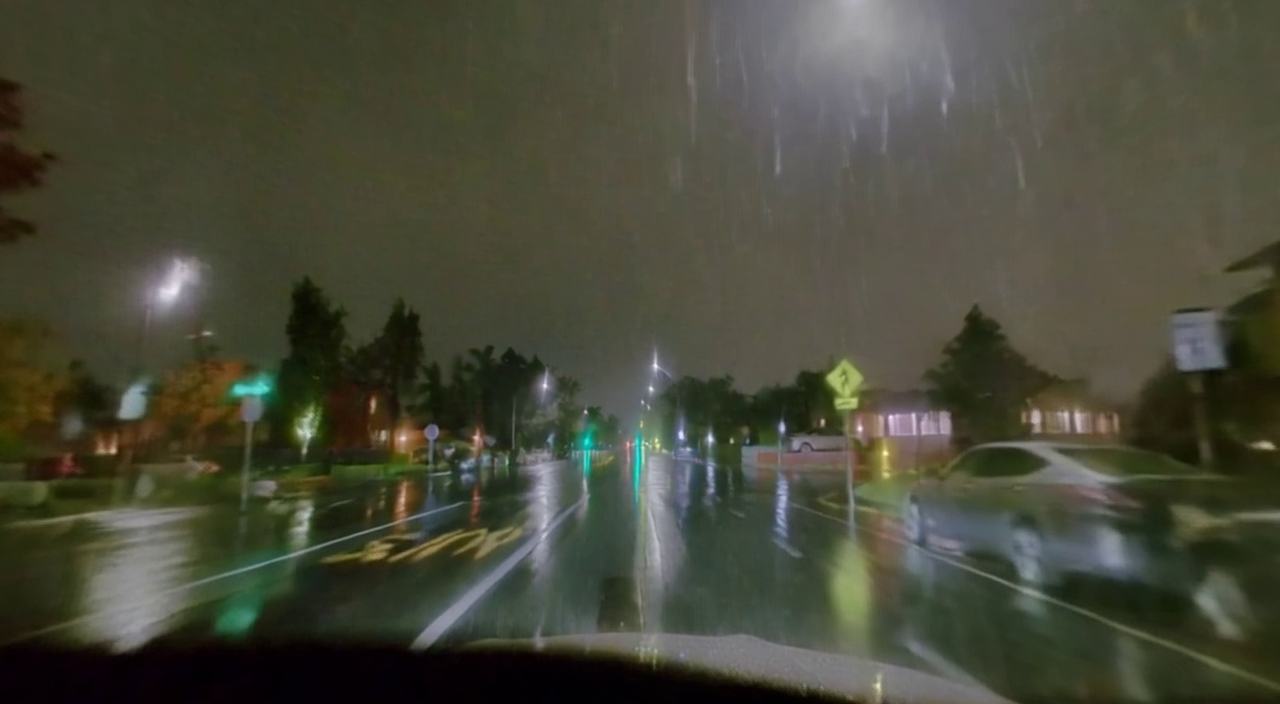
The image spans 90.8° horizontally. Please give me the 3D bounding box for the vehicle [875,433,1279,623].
[{"bbox_3d":[4.667,1.729,7.300,2.052,1.464,4.525,0,-9,-2],"label":"vehicle"}]

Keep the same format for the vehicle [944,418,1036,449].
[{"bbox_3d":[23.188,5.441,41.993,4.831,2.013,2.082,0,-8,-1],"label":"vehicle"}]

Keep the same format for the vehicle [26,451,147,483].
[{"bbox_3d":[-29.419,6.106,33.678,4.477,1.469,2.032,-1,-8,-1],"label":"vehicle"}]

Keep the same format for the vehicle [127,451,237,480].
[{"bbox_3d":[-24.374,6.054,33.747,4.197,1.431,2.165,0,-9,0],"label":"vehicle"}]

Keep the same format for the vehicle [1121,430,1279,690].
[{"bbox_3d":[4.728,1.030,2.523,2.196,1.472,4.426,0,-8,2],"label":"vehicle"}]

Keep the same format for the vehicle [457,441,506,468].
[{"bbox_3d":[-10.792,7.018,43.377,2.037,1.755,4.434,0,-8,2],"label":"vehicle"}]

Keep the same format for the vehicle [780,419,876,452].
[{"bbox_3d":[13.717,6.222,46.304,6.244,2.050,2.209,-9,-13,37],"label":"vehicle"}]
